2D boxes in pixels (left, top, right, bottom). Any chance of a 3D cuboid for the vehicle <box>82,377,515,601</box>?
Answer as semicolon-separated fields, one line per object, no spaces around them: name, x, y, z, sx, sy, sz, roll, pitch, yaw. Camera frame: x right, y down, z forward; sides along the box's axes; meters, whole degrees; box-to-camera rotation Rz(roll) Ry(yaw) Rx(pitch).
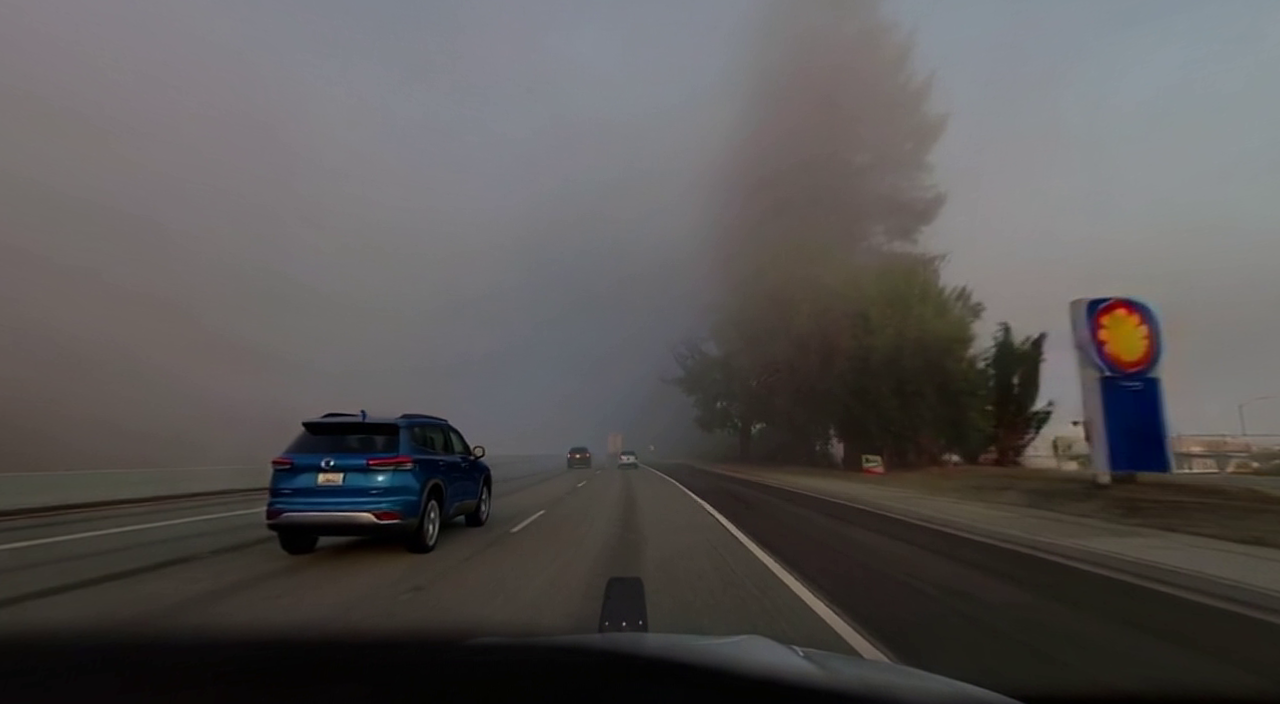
vehicle;-3.805;1.724;9.029;2.694;2.081;6.099;0;-8;1

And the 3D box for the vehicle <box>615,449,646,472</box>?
vehicle;-0.714;7.561;44.172;1.982;1.524;3.800;0;-8;-4
